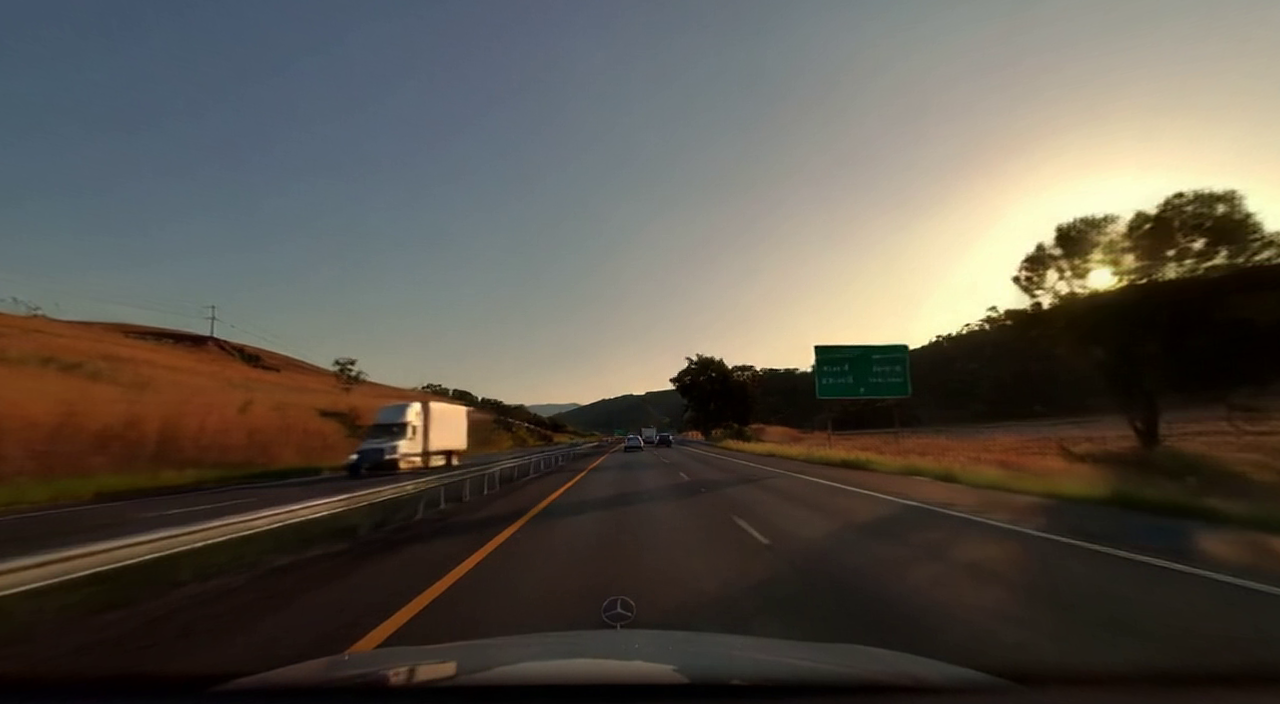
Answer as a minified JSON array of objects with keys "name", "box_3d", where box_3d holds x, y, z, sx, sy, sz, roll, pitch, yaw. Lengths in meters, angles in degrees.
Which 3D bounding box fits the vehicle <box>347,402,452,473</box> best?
[{"name":"vehicle","box_3d":[-12.477,4.527,33.439,2.770,3.343,7.147,0,-8,-1]}]
